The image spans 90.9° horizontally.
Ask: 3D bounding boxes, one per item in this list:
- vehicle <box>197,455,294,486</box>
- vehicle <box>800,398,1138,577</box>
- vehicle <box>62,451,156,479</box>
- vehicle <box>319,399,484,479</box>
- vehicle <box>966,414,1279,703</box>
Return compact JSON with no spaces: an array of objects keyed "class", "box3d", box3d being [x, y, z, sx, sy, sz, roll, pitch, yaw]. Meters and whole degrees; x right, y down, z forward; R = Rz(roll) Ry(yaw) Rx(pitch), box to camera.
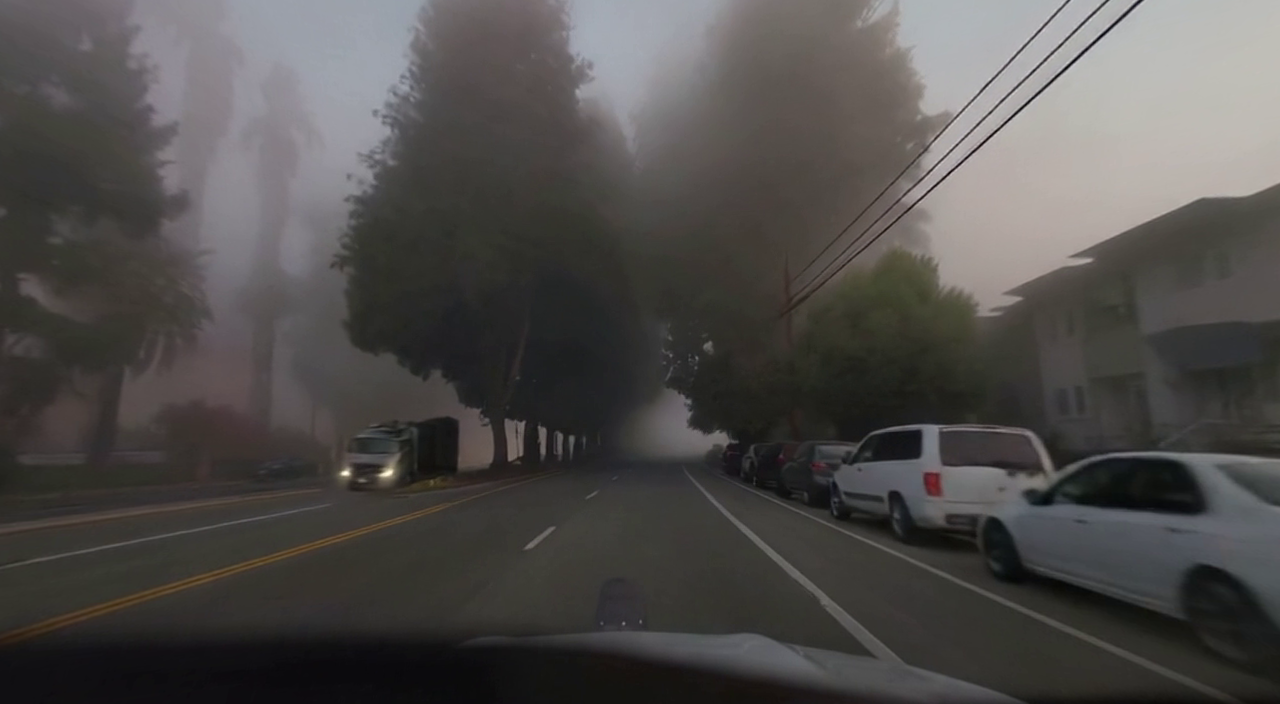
[{"class":"vehicle","box3d":[-22.879,6.868,36.844,2.026,1.531,5.099,-1,-8,6]},{"class":"vehicle","box3d":[4.041,1.750,9.033,2.108,1.827,4.844,0,-8,-1]},{"class":"vehicle","box3d":[-33.698,7.176,40.097,4.231,1.650,2.053,-1,-8,3]},{"class":"vehicle","box3d":[-12.531,4.930,35.598,3.222,3.589,13.866,-1,-8,3]},{"class":"vehicle","box3d":[4.300,1.245,4.356,1.806,1.536,4.225,0,-8,0]}]
